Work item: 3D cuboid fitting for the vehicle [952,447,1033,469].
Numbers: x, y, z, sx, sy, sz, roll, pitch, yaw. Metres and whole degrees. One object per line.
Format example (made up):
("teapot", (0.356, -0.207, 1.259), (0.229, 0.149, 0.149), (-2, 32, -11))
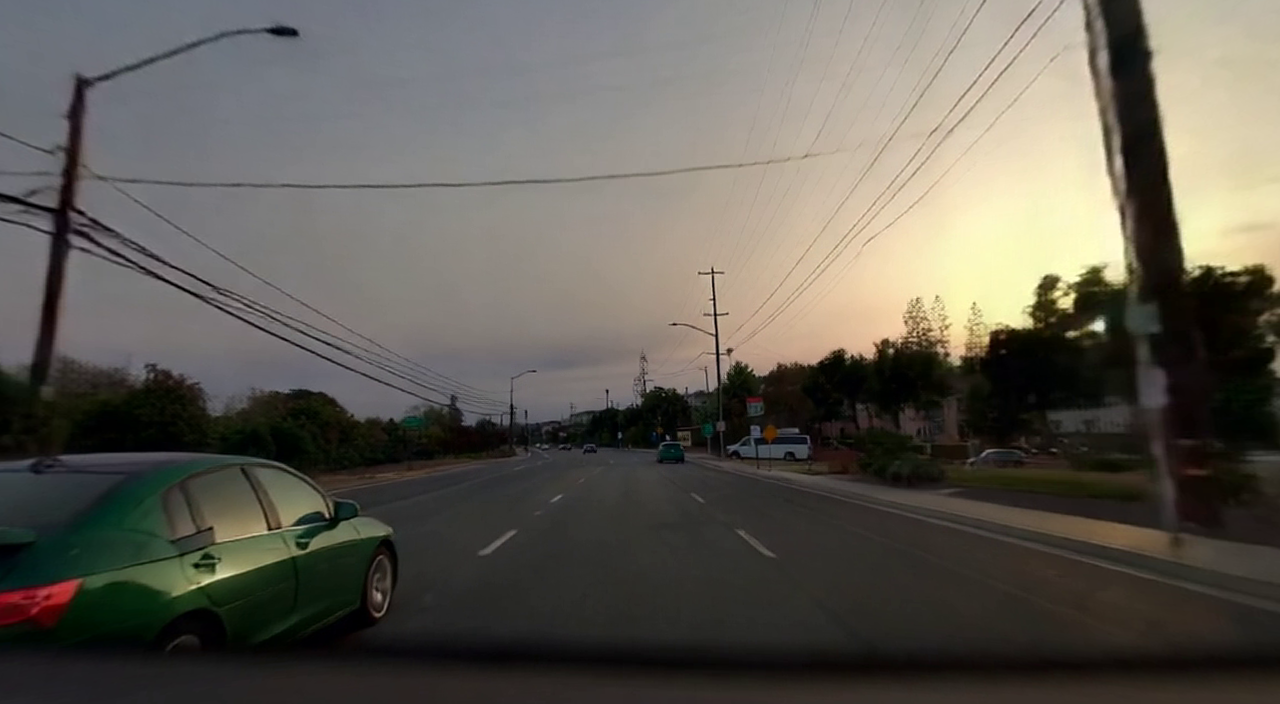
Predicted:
("vehicle", (24.312, 7.339, 43.689), (4.462, 1.449, 1.877), (0, -8, -2))

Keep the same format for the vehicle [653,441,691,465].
("vehicle", (2.022, 6.567, 41.133), (2.015, 1.467, 4.117), (1, -8, -4))

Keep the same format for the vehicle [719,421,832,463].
("vehicle", (10.374, 7.014, 48.764), (7.877, 3.013, 2.916), (-5, -11, 30))
